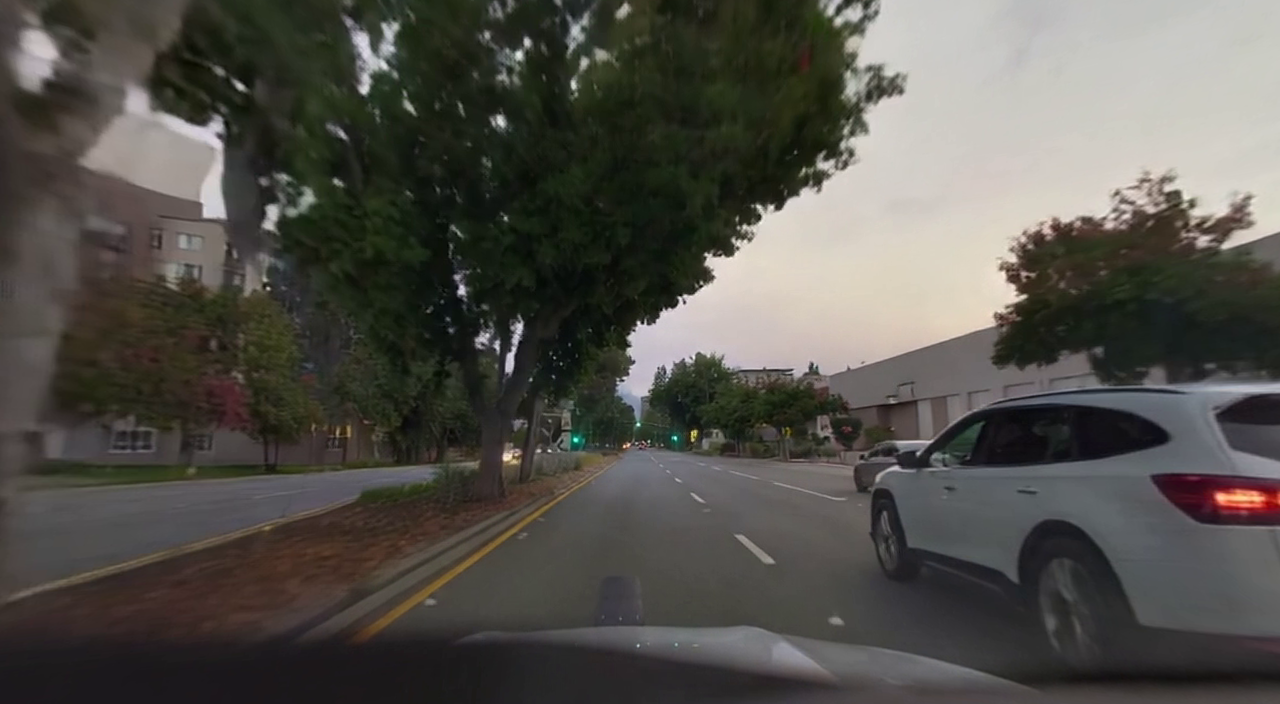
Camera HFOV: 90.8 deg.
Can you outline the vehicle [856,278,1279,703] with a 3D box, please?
[{"bbox_3d":[3.714,0.999,4.417,2.505,1.971,5.162,0,-9,-1],"label":"vehicle"}]
